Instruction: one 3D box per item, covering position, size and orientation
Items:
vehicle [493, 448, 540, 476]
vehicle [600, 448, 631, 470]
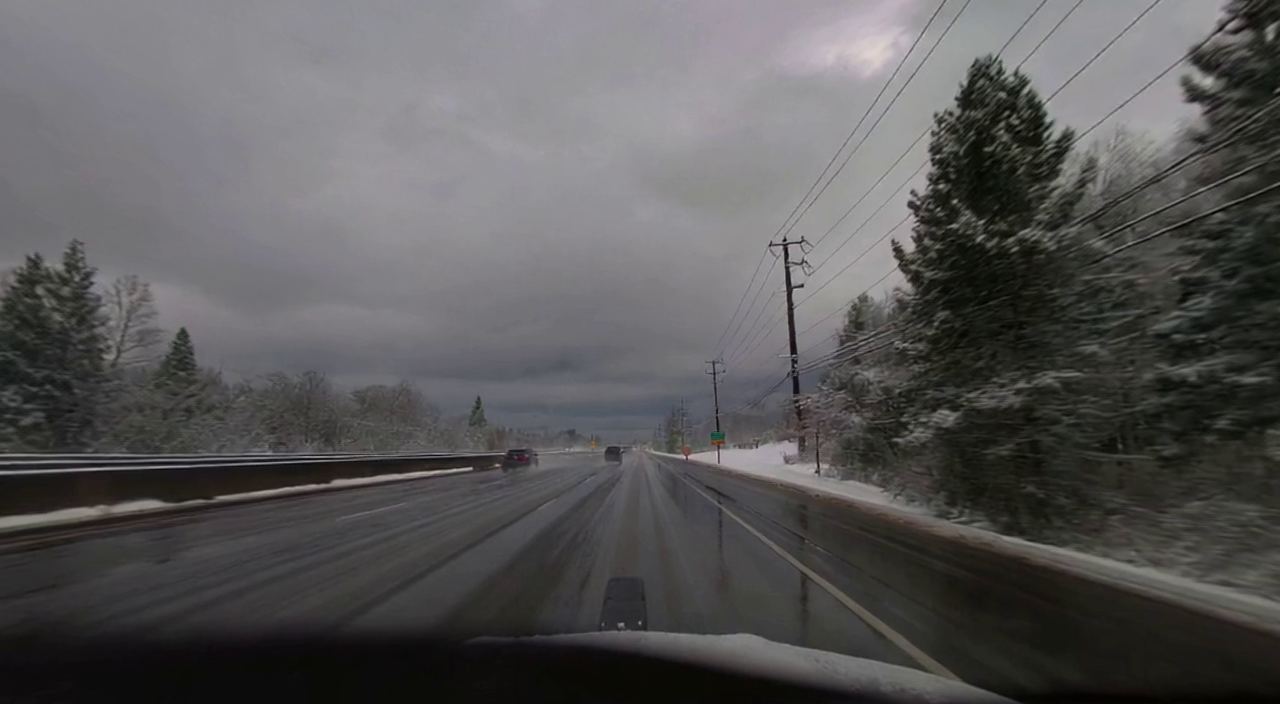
[{"bbox_3d":[-7.105,6.343,36.561,1.911,1.491,3.624,0,-9,1],"label":"vehicle"},{"bbox_3d":[-1.707,7.659,45.232,1.968,1.462,3.937,0,-9,1],"label":"vehicle"}]
